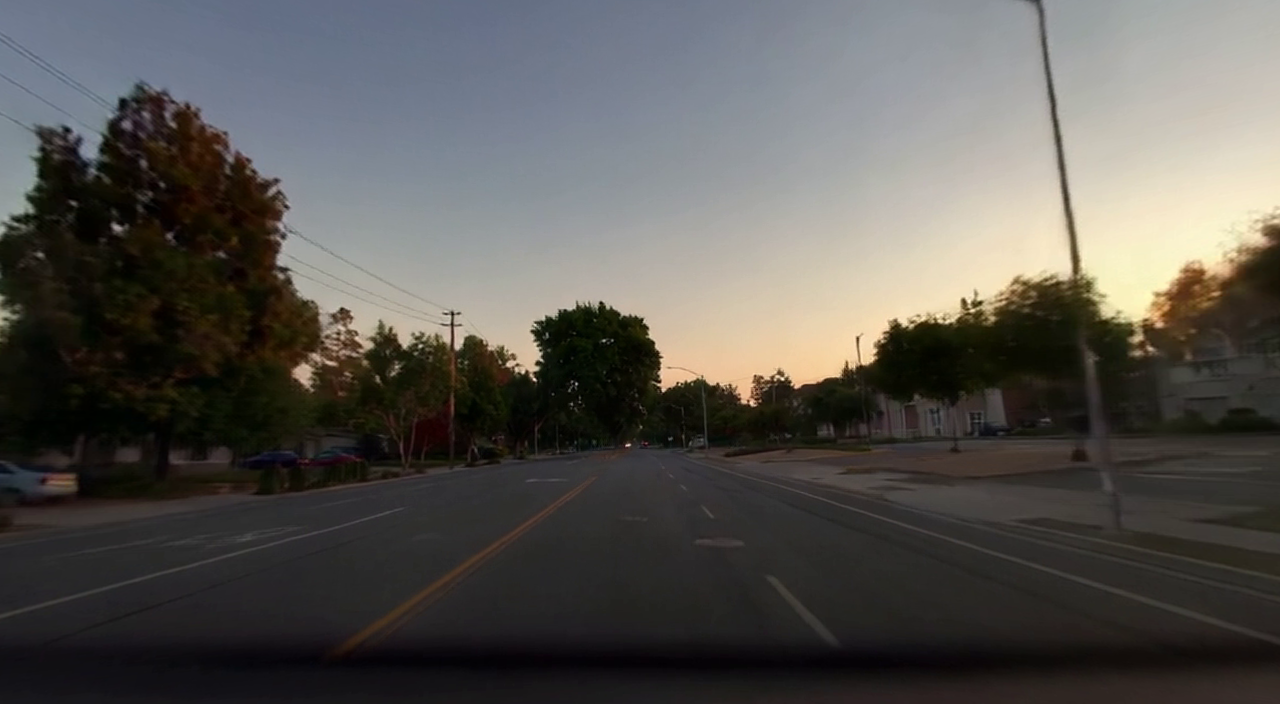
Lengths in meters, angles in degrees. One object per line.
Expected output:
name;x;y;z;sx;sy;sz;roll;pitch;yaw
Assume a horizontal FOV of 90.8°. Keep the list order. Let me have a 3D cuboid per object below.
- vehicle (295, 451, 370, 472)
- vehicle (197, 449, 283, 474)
vehicle;-23.211;8.261;47.802;4.686;1.495;1.879;0;-9;1
vehicle;-28.301;7.742;44.783;4.626;1.753;2.054;0;-9;0
